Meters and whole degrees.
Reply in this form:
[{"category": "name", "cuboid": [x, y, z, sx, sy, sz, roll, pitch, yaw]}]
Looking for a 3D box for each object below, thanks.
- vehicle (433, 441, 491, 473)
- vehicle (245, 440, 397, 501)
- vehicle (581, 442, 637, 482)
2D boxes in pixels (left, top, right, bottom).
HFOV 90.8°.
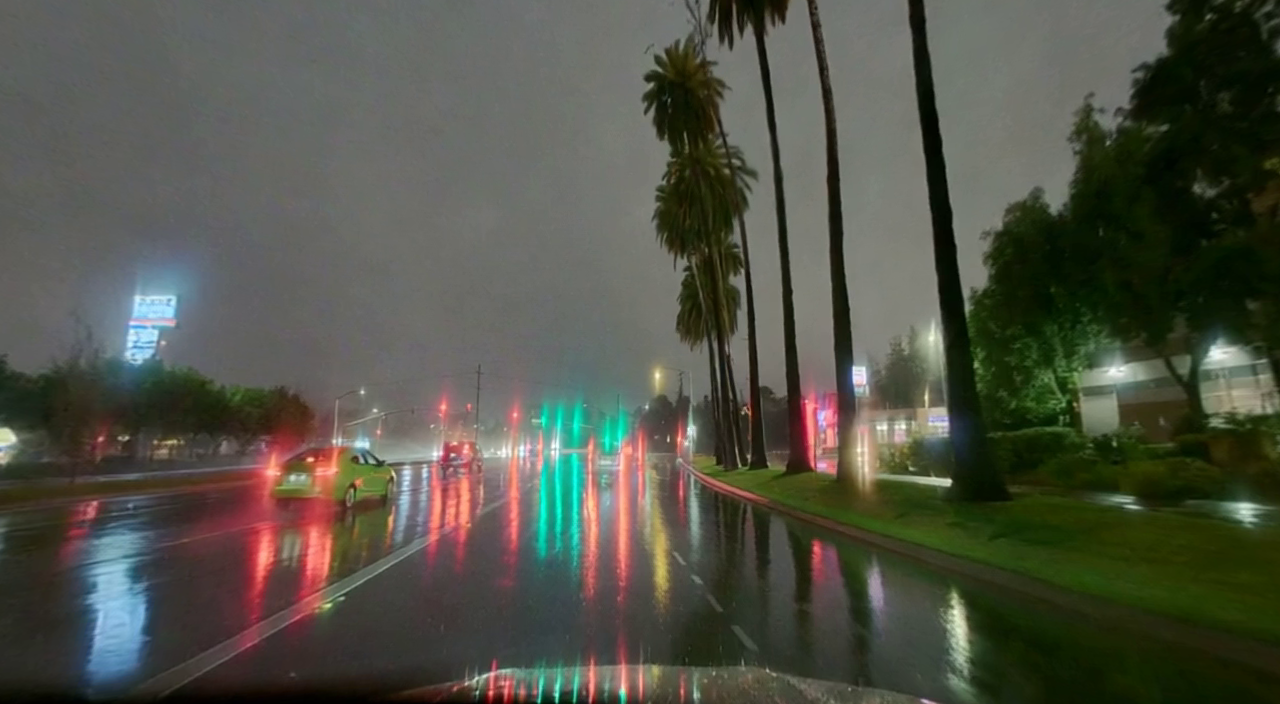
[{"category": "vehicle", "cuboid": [-9.921, 5.863, 35.590, 2.108, 1.669, 5.076, 1, -9, -4]}, {"category": "vehicle", "cuboid": [-8.585, 3.211, 17.558, 1.958, 1.455, 4.504, 0, -9, -1]}, {"category": "vehicle", "cuboid": [-1.202, 4.593, 26.685, 2.070, 1.493, 4.570, 0, -9, 1]}]
